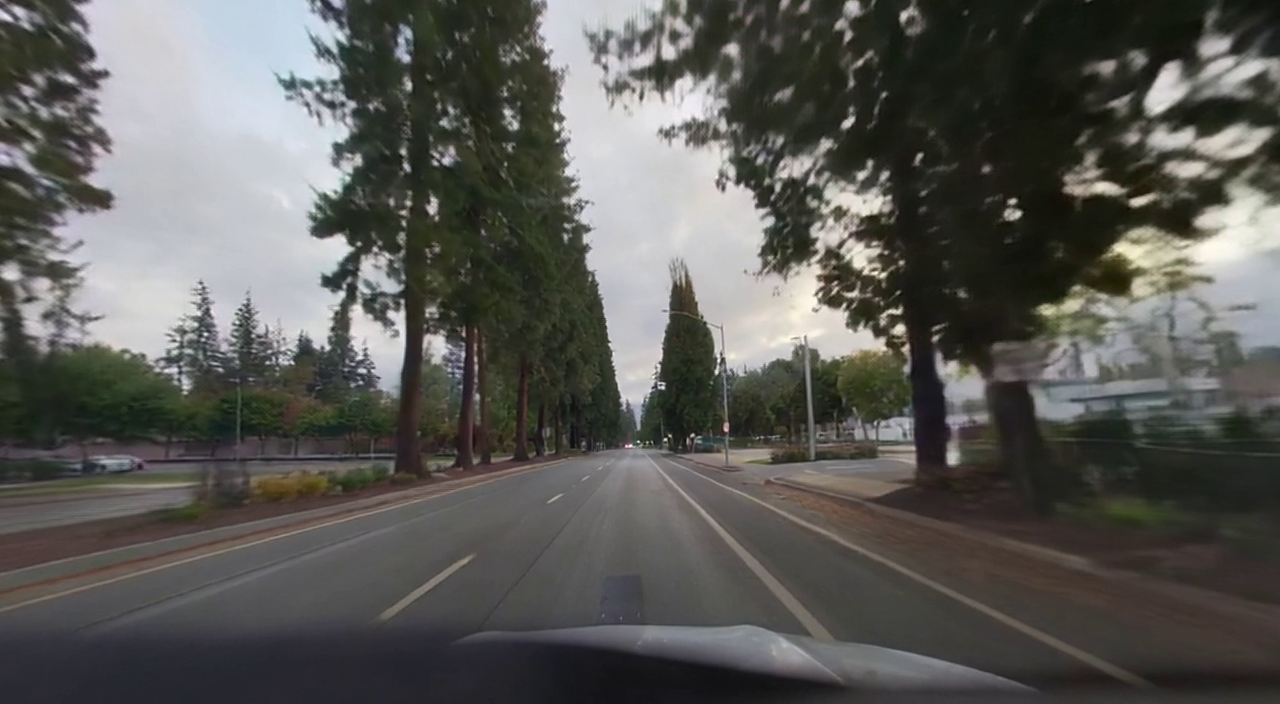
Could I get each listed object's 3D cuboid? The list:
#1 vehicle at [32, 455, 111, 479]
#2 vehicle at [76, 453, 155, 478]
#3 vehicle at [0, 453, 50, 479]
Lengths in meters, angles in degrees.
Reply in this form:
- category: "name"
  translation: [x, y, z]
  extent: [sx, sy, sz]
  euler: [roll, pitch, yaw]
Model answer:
- category: "vehicle"
  translation: [-41.744, 8.465, 46.536]
  extent: [1.943, 1.629, 4.062]
  euler: [-1, -9, 2]
- category: "vehicle"
  translation: [-39.040, 8.457, 47.173]
  extent: [1.957, 1.685, 4.471]
  euler: [-1, -9, 1]
- category: "vehicle"
  translation: [-47.117, 8.449, 46.981]
  extent: [1.994, 1.839, 4.482]
  euler: [0, -8, 1]
